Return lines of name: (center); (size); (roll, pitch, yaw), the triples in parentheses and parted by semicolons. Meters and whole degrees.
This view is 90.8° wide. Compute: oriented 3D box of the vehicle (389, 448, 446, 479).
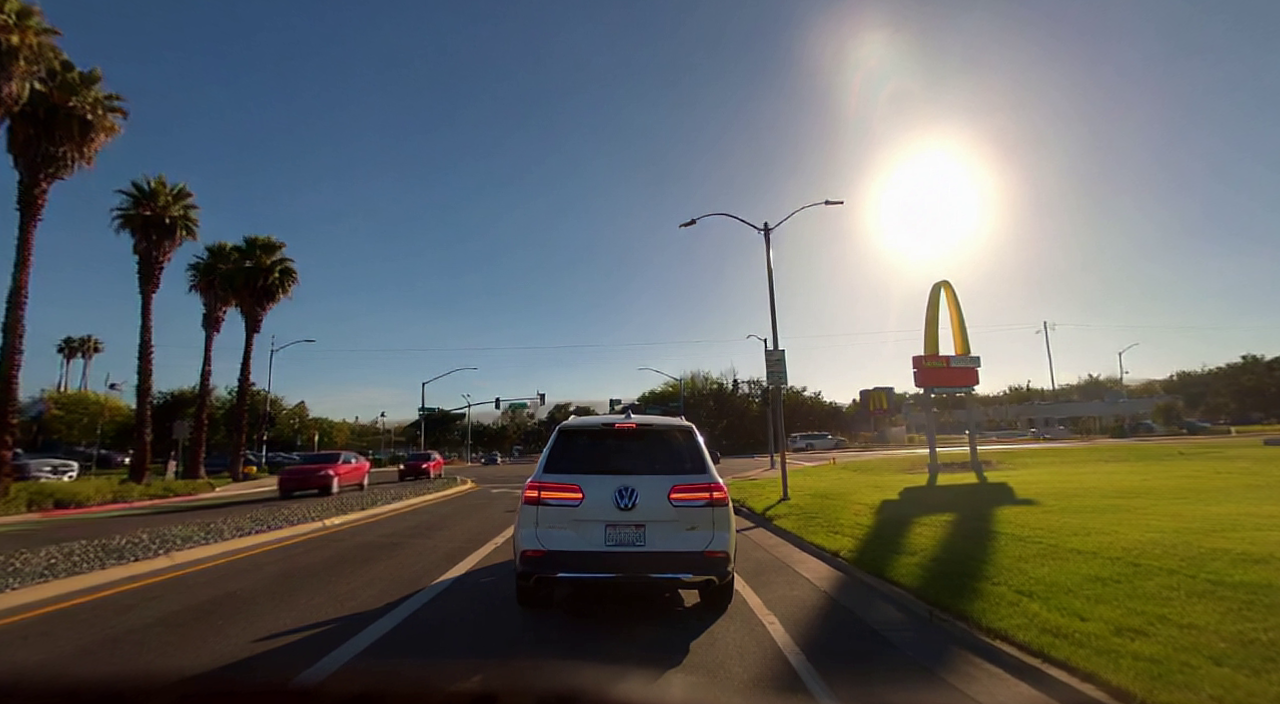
vehicle: (-14.177, 7.104, 40.576); (2.029, 1.820, 4.915); (0, -9, -1)

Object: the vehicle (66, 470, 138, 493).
vehicle: (-39.934, 9.616, 47.039); (1.602, 1.400, 4.220); (0, -9, 0)

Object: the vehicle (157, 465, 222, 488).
vehicle: (-33.392, 9.224, 46.973); (1.792, 1.439, 3.952); (0, -9, 2)

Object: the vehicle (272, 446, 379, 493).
vehicle: (-12.709, 4.741, 25.884); (1.965, 1.718, 4.466); (0, -9, 2)

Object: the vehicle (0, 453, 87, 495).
vehicle: (-28.112, 5.427, 28.219); (4.584, 1.714, 2.186); (4, -10, -27)

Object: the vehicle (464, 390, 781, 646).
vehicle: (-0.139, 1.419, 6.330); (2.137, 1.728, 3.926); (0, -9, -1)
